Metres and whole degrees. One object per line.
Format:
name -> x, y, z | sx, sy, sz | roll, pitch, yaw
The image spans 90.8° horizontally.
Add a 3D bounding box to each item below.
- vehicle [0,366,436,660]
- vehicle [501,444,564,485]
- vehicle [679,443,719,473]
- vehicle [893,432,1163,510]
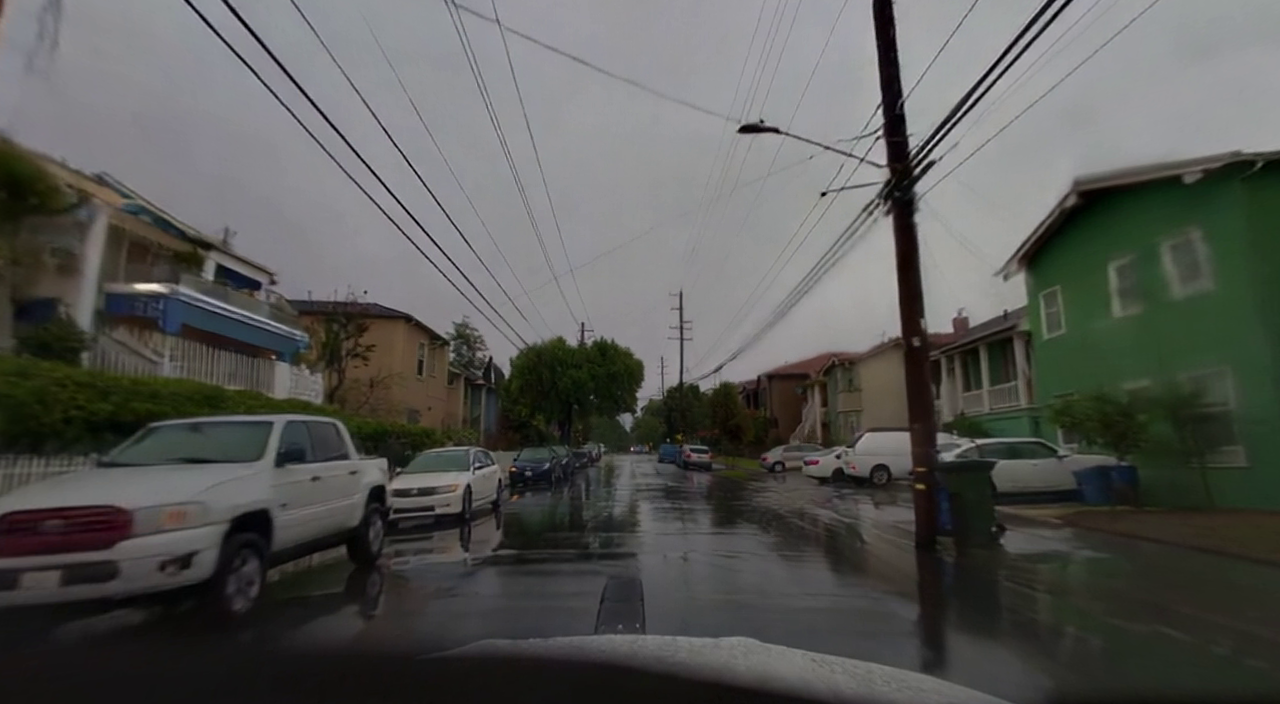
vehicle -> -4.017, 1.408, 6.664 | 2.057, 1.887, 5.053 | 0, -9, -1
vehicle -> -4.222, 4.468, 25.464 | 1.745, 1.490, 4.304 | 0, -9, 0
vehicle -> 3.254, 5.939, 35.514 | 1.916, 1.587, 3.986 | 0, -9, 0
vehicle -> 8.122, 2.494, 13.544 | 4.594, 1.512, 1.824 | 0, -8, -2
